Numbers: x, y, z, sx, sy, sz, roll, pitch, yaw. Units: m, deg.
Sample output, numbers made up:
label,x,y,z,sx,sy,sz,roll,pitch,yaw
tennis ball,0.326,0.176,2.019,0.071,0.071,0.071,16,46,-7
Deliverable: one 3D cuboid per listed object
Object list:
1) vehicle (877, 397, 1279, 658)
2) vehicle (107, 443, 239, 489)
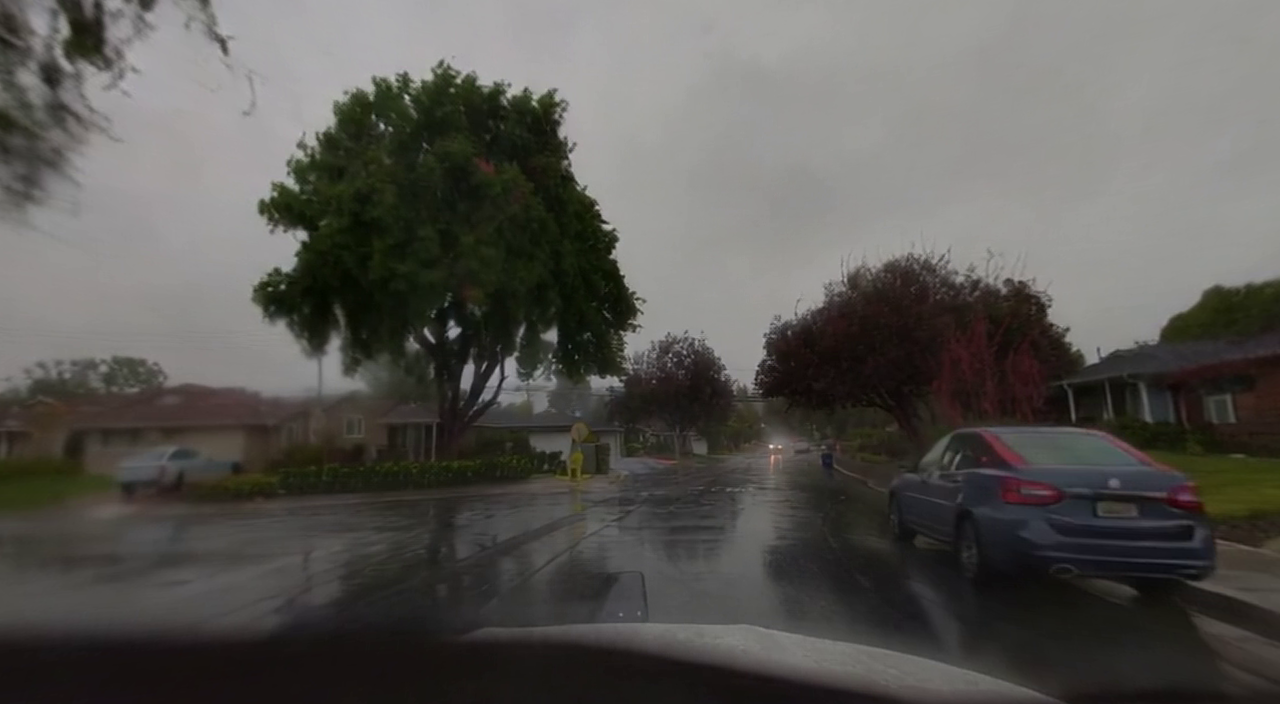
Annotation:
label,x,y,z,sx,sy,sz,roll,pitch,yaw
vehicle,4.068,1.509,6.534,2.053,1.737,4.375,-1,-9,8
vehicle,-19.615,4.775,26.843,2.021,1.798,4.491,0,-9,2
